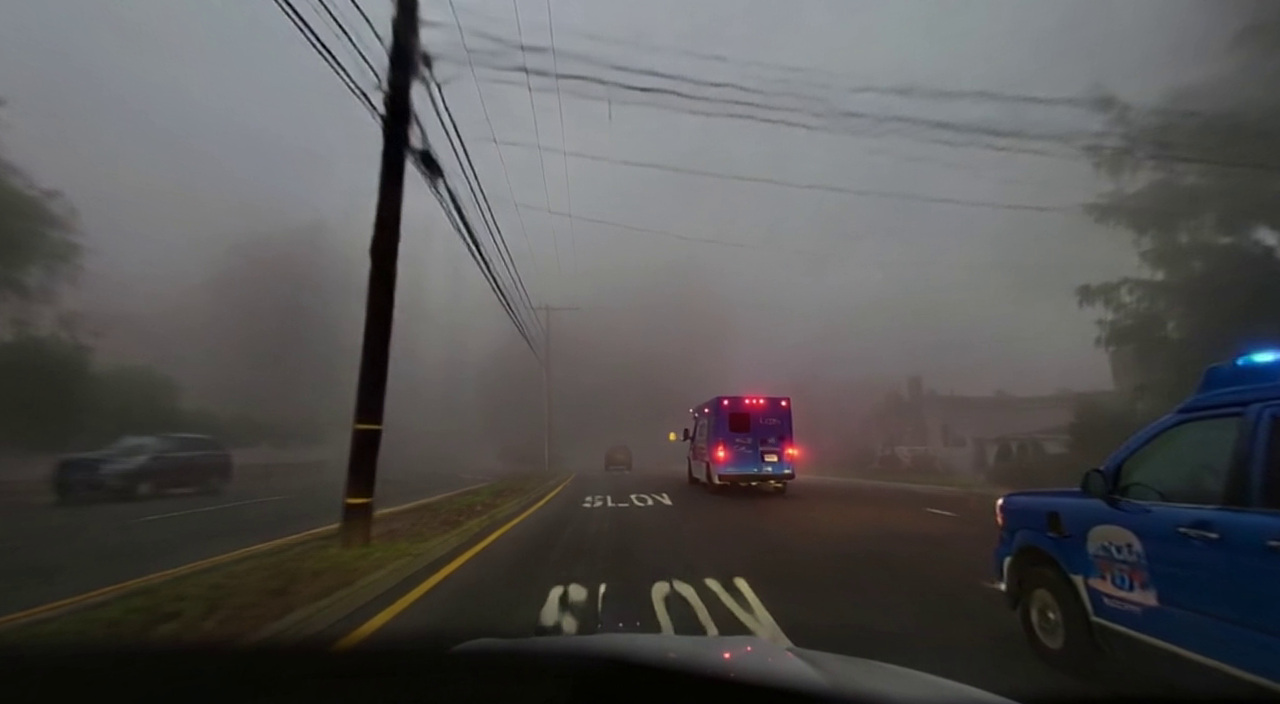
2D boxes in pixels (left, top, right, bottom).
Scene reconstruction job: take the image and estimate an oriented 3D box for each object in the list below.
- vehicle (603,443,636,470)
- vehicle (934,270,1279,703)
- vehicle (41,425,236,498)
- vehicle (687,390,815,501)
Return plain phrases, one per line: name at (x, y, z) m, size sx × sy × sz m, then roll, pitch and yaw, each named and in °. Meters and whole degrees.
vehicle at (-1.444, 6.999, 42.735) m, size 2.114 × 1.707 × 3.725 m, roll 0°, pitch -8°, yaw -4°
vehicle at (3.419, 0.667, 2.316) m, size 2.194 × 1.922 × 4.822 m, roll 0°, pitch -8°, yaw -2°
vehicle at (-13.276, 2.903, 17.137) m, size 1.909 × 1.705 × 4.126 m, roll 0°, pitch -8°, yaw -1°
vehicle at (2.946, 2.689, 18.420) m, size 2.406 × 2.687 × 5.521 m, roll 0°, pitch -8°, yaw -3°
